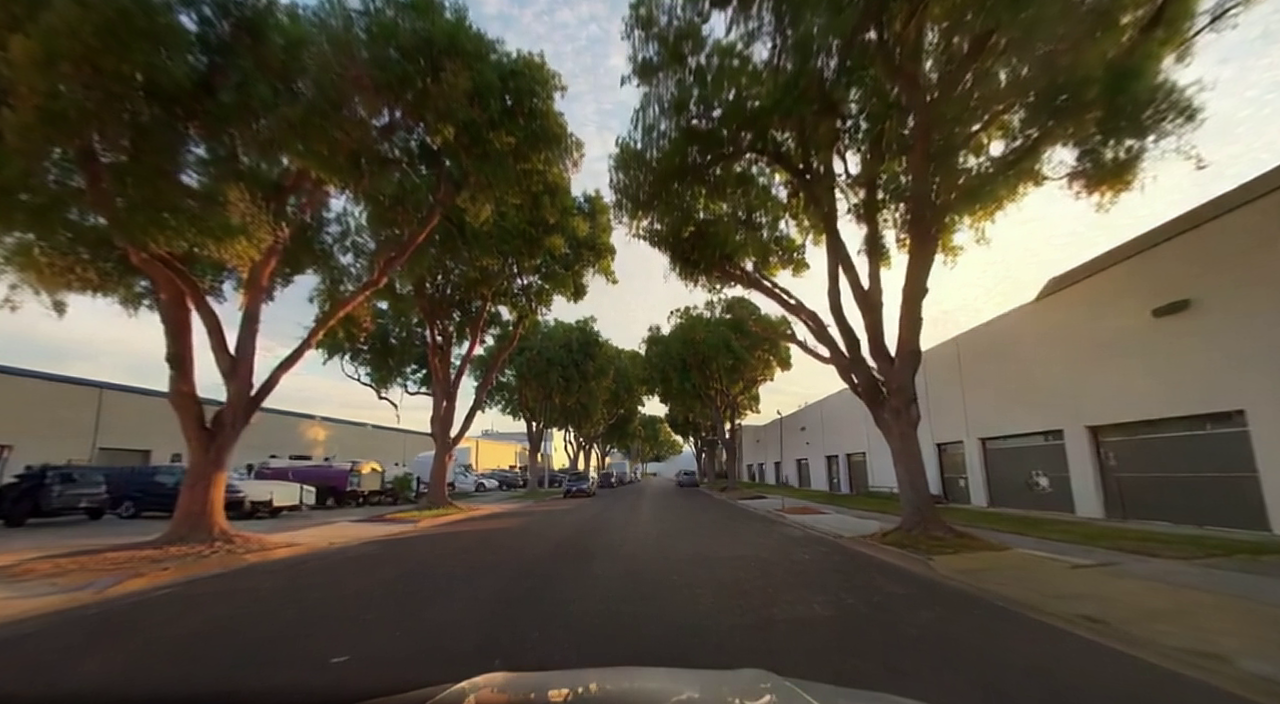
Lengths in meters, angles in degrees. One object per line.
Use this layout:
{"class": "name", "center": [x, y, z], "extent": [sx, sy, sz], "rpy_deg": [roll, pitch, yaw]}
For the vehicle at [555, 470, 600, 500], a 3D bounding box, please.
{"class": "vehicle", "center": [-3.556, 7.679, 36.634], "extent": [1.927, 1.580, 4.556], "rpy_deg": [-1, -10, 3]}
